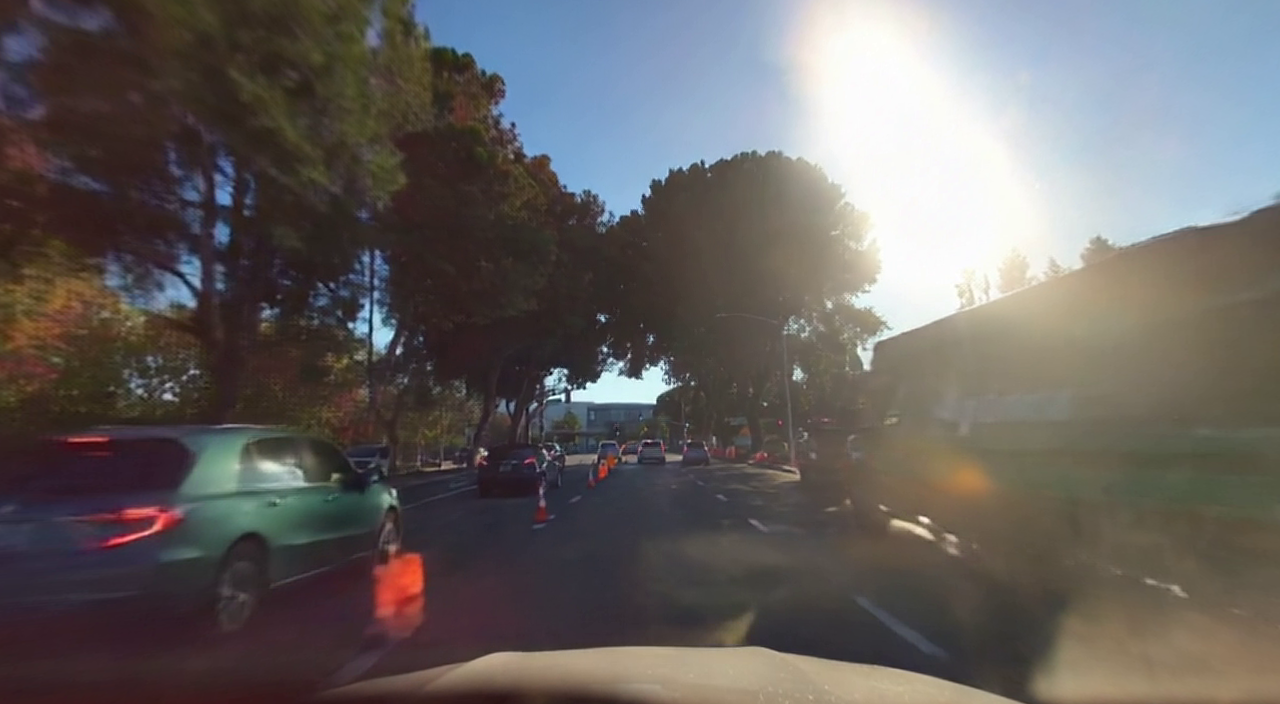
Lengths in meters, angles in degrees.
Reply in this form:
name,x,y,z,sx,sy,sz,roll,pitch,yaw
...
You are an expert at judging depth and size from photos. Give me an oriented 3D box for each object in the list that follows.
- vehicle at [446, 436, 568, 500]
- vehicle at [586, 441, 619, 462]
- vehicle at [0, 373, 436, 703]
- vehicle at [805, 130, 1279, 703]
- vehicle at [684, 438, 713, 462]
name,x,y,z,sx,sy,sz,roll,pitch,yaw
vehicle,-3.375,3.055,17.069,2.107,1.482,4.674,0,-8,2
vehicle,-2.739,7.378,46.835,1.998,1.481,4.656,0,-8,2
vehicle,-3.545,1.266,5.436,2.038,1.682,4.399,0,-8,1
vehicle,3.695,0.726,4.396,2.760,2.465,7.936,0,-8,-1
vehicle,4.336,7.190,46.488,1.984,1.659,4.226,-1,-8,7
